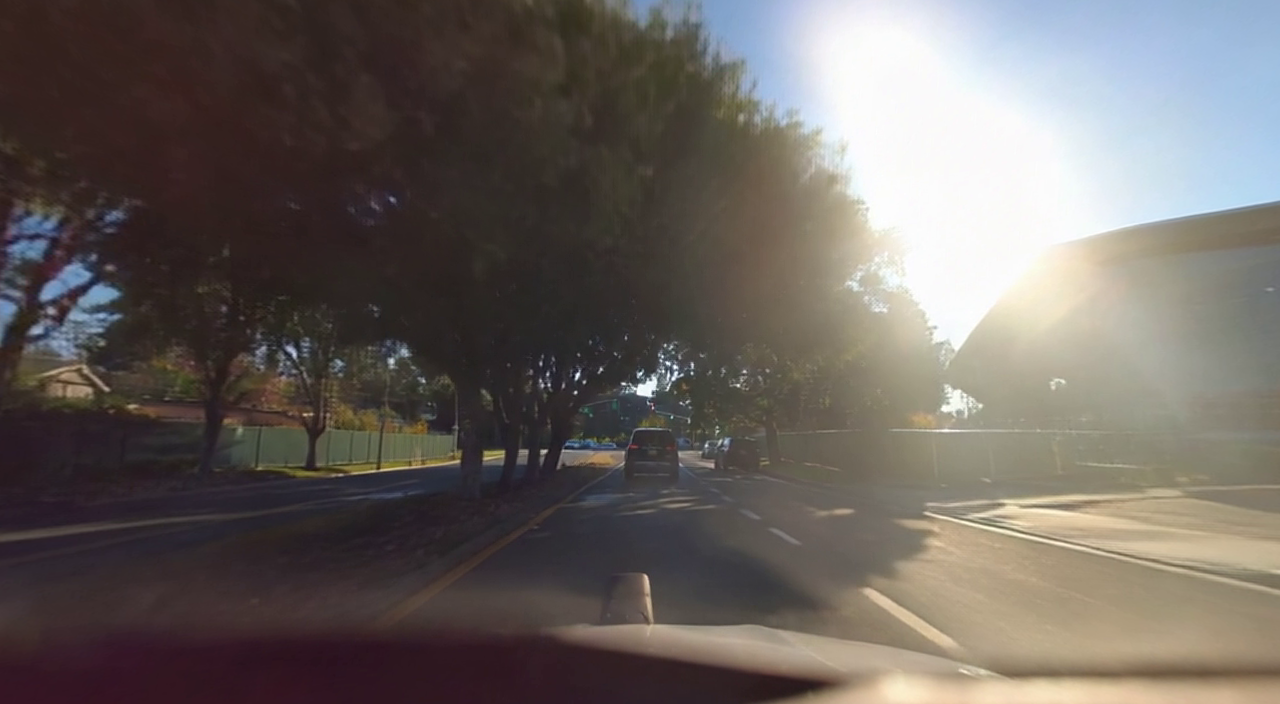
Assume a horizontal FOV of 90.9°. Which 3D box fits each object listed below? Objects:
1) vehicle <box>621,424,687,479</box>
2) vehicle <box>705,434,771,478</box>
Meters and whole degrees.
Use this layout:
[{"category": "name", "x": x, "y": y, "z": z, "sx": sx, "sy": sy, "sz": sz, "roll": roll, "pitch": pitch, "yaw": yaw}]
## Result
[{"category": "vehicle", "x": 0.557, "y": 3.893, "z": 24.827, "sx": 2.386, "sy": 1.947, "sz": 4.168, "roll": -1, "pitch": -8, "yaw": 2}, {"category": "vehicle", "x": 4.175, "y": 4.531, "z": 27.688, "sx": 2.138, "sy": 1.699, "sz": 4.852, "roll": 0, "pitch": -8, "yaw": 0}]
